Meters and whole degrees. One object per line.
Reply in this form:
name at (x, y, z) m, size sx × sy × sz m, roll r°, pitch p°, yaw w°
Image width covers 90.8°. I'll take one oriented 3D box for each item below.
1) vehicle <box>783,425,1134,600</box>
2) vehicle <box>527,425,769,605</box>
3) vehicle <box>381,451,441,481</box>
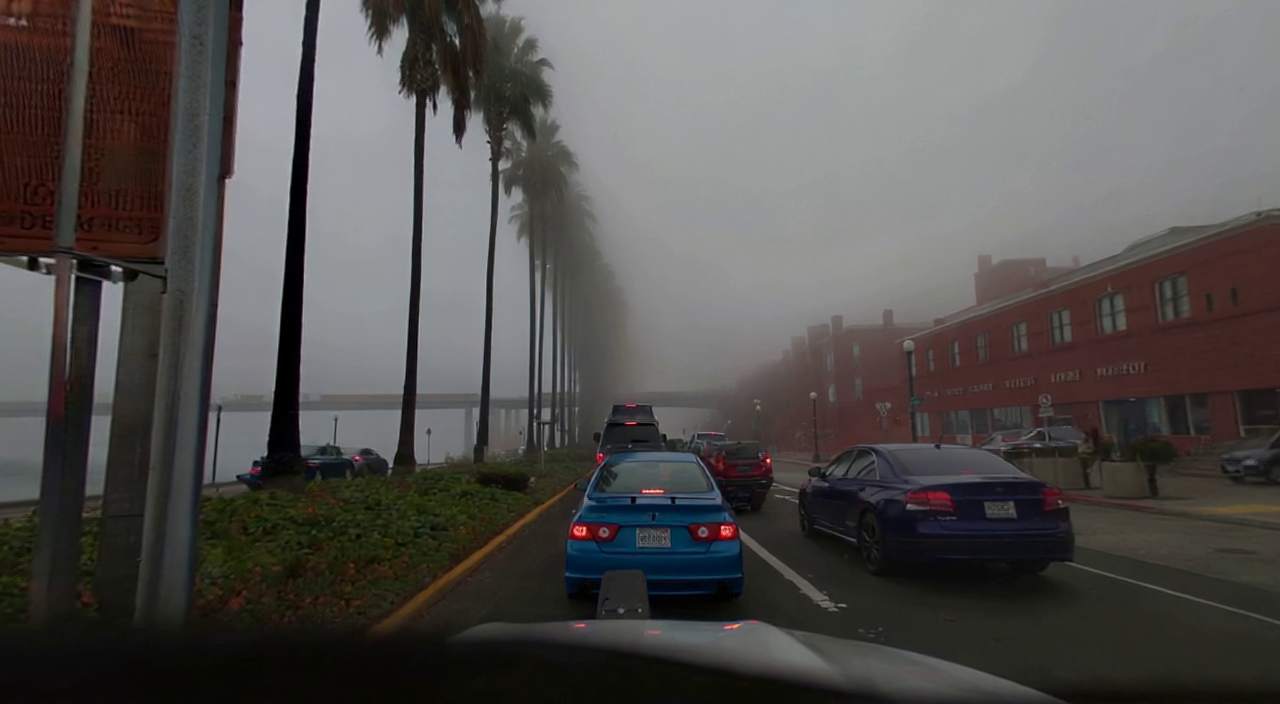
vehicle at (3.263, 1.720, 7.722) m, size 1.920 × 1.490 × 4.417 m, roll 0°, pitch -9°, yaw -1°
vehicle at (0.060, 1.671, 7.284) m, size 2.048 × 1.503 × 3.681 m, roll 0°, pitch -9°, yaw 0°
vehicle at (-14.968, 7.468, 41.677) m, size 2.104 × 1.802 × 4.852 m, roll 0°, pitch -9°, yaw 1°
